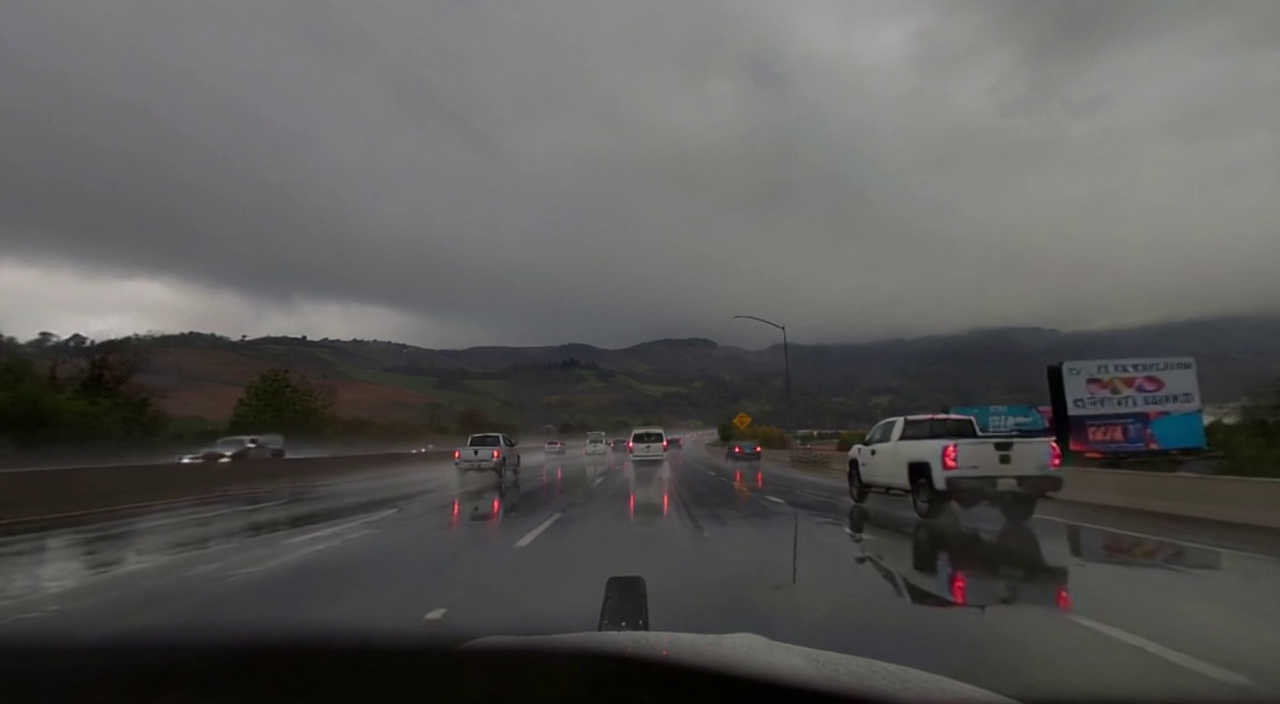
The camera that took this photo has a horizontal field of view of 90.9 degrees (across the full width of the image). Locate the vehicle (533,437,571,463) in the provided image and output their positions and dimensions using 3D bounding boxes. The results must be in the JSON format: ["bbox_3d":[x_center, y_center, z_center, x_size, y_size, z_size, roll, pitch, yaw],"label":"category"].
[{"bbox_3d":[-6.408,7.188,46.469,2.036,1.813,4.564,0,-8,1],"label":"vehicle"}]

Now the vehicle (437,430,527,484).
[{"bbox_3d":[-5.811,3.937,23.927,2.160,1.799,5.001,0,-8,0],"label":"vehicle"}]

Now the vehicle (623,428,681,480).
[{"bbox_3d":[0.418,3.932,24.508,2.052,1.808,3.898,0,-8,0],"label":"vehicle"}]

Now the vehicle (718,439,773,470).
[{"bbox_3d":[5.344,5.279,32.659,1.998,1.456,4.338,0,-8,-1],"label":"vehicle"}]

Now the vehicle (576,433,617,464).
[{"bbox_3d":[-2.963,6.745,44.340,2.316,1.999,5.765,0,-8,1],"label":"vehicle"}]

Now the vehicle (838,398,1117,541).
[{"bbox_3d":[5.210,1.891,10.733,2.029,1.859,4.669,0,-8,-2],"label":"vehicle"}]
